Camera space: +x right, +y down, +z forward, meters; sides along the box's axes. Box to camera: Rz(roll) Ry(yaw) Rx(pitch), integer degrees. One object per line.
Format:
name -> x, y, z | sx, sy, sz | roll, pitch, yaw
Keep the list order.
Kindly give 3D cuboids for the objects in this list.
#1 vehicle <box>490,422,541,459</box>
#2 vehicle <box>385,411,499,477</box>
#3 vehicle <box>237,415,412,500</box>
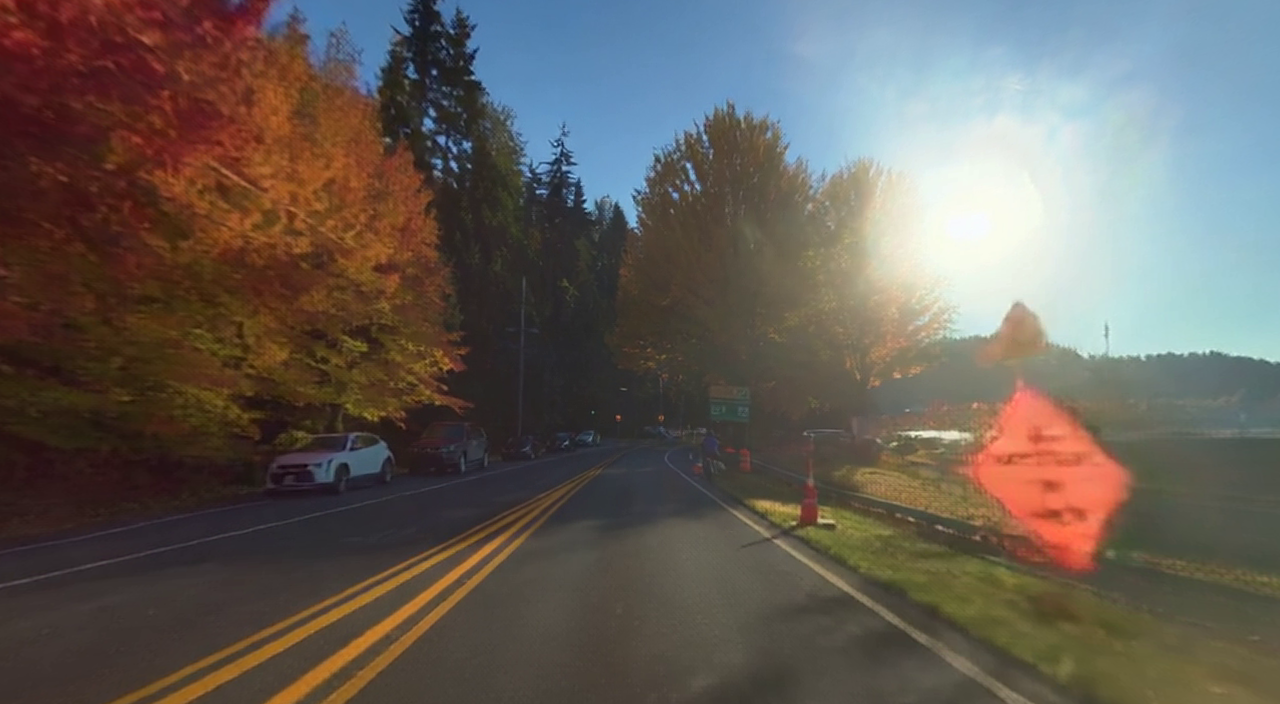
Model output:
vehicle -> -7.288, 5.277, 37.484 | 1.955, 1.908, 4.680 | -5, -9, 0
vehicle -> -7.273, 3.488, 23.964 | 2.312, 2.075, 5.748 | -3, -9, 2
vehicle -> -7.739, 2.617, 16.119 | 1.991, 1.759, 4.443 | -3, -8, 4
